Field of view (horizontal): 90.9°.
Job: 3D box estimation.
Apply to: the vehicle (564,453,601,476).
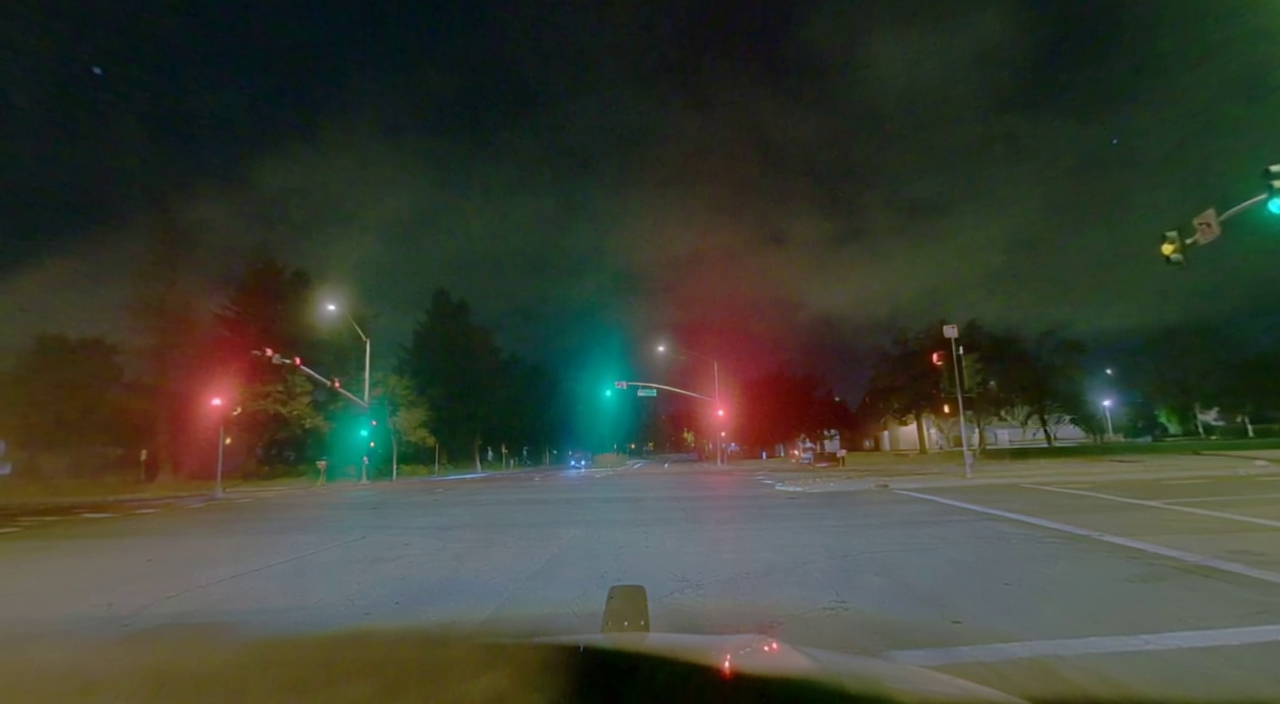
[{"bbox_3d":[-4.481,8.846,49.827,2.030,1.704,4.205,-1,-8,7],"label":"vehicle"}]
